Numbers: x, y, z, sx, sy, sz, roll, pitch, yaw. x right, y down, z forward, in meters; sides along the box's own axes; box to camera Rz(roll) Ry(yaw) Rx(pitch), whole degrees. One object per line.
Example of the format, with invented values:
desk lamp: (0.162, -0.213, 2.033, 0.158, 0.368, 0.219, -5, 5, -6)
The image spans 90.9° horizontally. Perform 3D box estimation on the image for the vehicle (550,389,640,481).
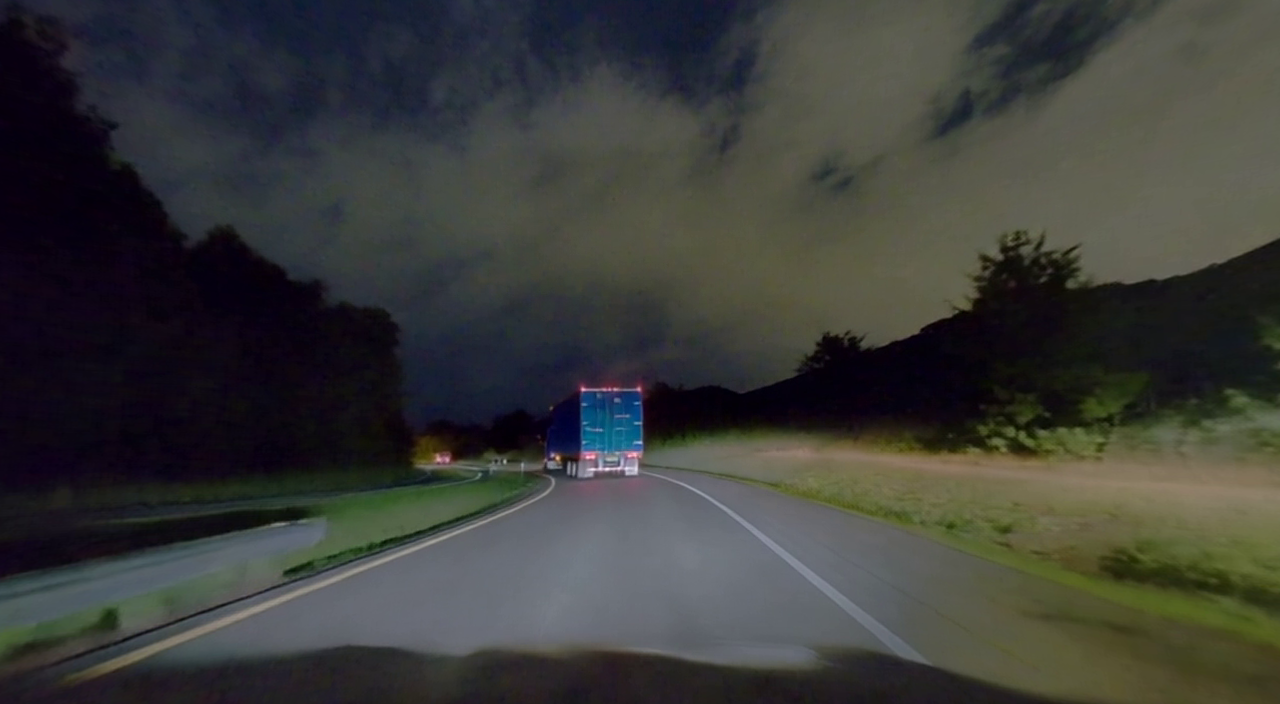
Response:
vehicle: (-3.032, 4.727, 35.792, 3.087, 4.178, 13.682, 1, -8, -12)
